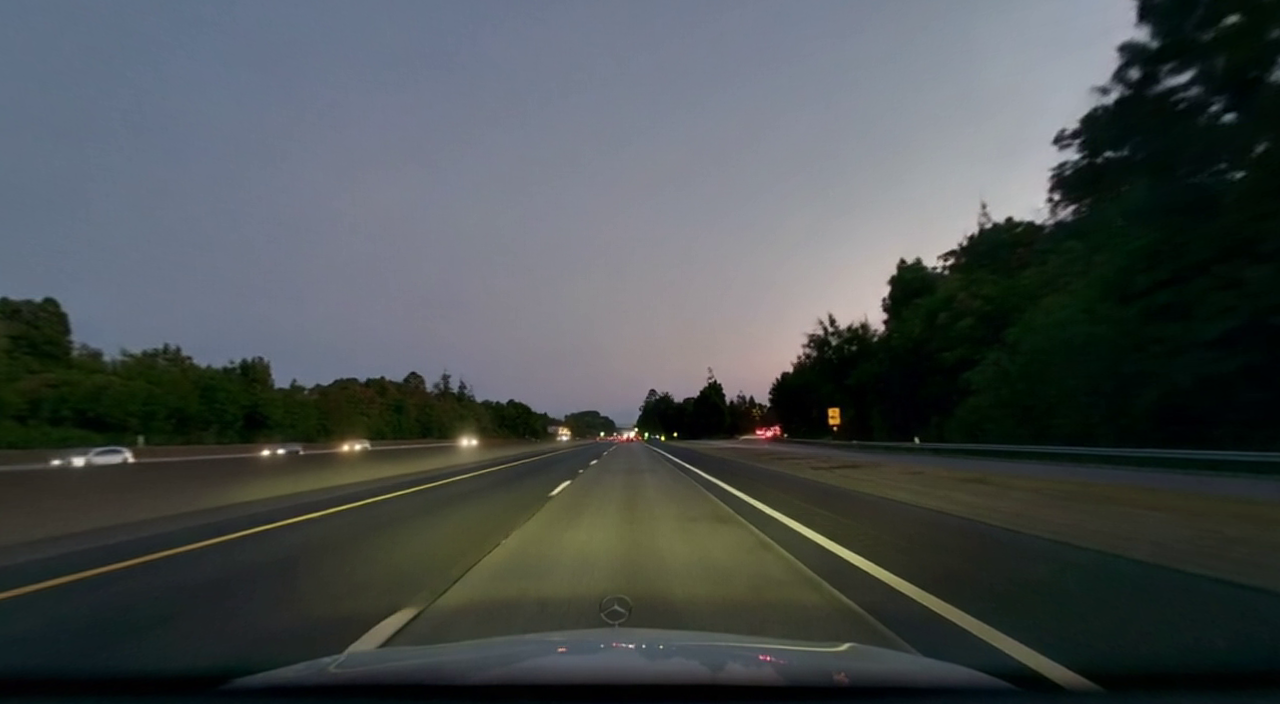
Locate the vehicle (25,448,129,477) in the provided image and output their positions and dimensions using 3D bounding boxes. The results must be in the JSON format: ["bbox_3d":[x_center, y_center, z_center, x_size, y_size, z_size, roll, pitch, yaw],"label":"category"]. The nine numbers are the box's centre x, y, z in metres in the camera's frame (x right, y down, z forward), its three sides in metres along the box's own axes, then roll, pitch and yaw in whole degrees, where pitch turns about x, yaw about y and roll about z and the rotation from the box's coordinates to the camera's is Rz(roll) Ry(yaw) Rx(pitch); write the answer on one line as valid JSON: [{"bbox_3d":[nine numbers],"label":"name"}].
[{"bbox_3d":[-32.487,6.355,36.542,1.789,1.443,4.592,0,-8,0],"label":"vehicle"}]
